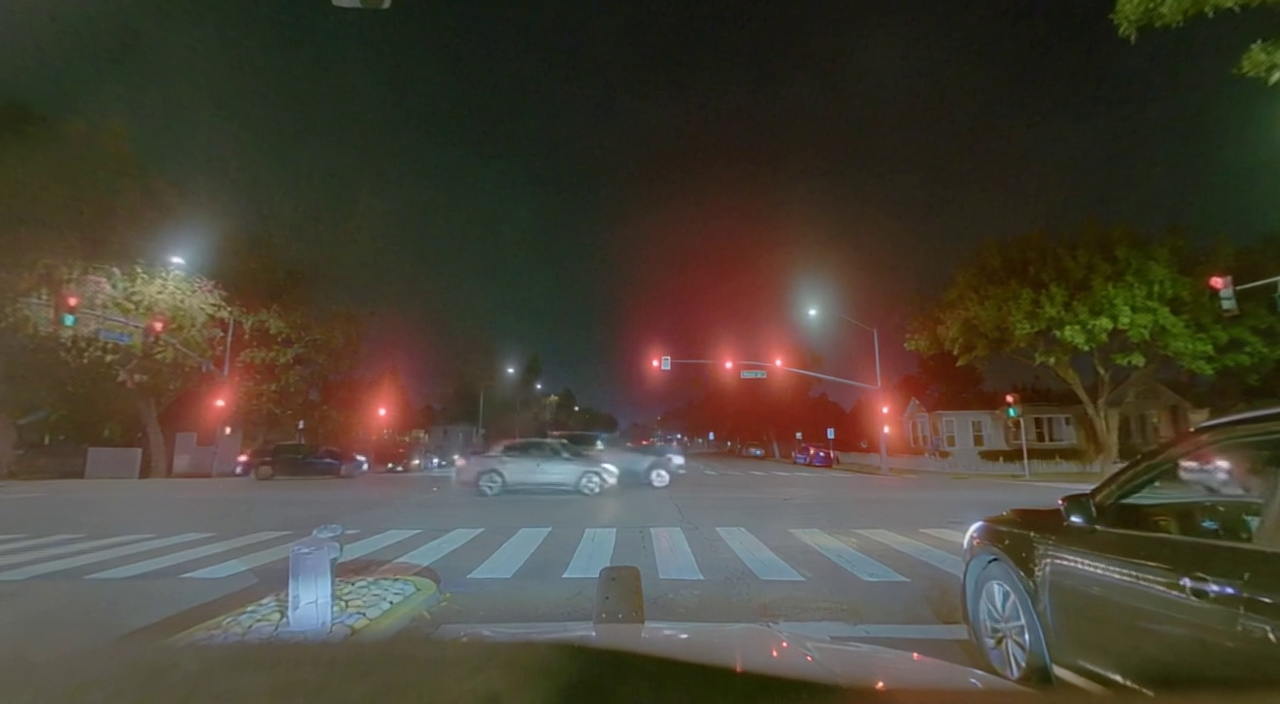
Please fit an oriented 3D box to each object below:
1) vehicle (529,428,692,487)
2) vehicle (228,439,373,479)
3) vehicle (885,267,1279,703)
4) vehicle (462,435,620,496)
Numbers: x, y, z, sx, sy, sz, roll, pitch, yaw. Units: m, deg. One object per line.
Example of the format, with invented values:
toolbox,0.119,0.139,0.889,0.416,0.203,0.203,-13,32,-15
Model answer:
vehicle,-0.880,3.326,20.024,4.860,1.748,2.160,0,-9,0
vehicle,-13.324,4.225,25.156,4.689,1.490,1.920,2,-9,-16
vehicle,2.690,0.709,1.734,2.085,1.800,4.908,0,-9,1
vehicle,-2.502,2.987,16.801,3.894,1.487,1.863,0,-8,-1
